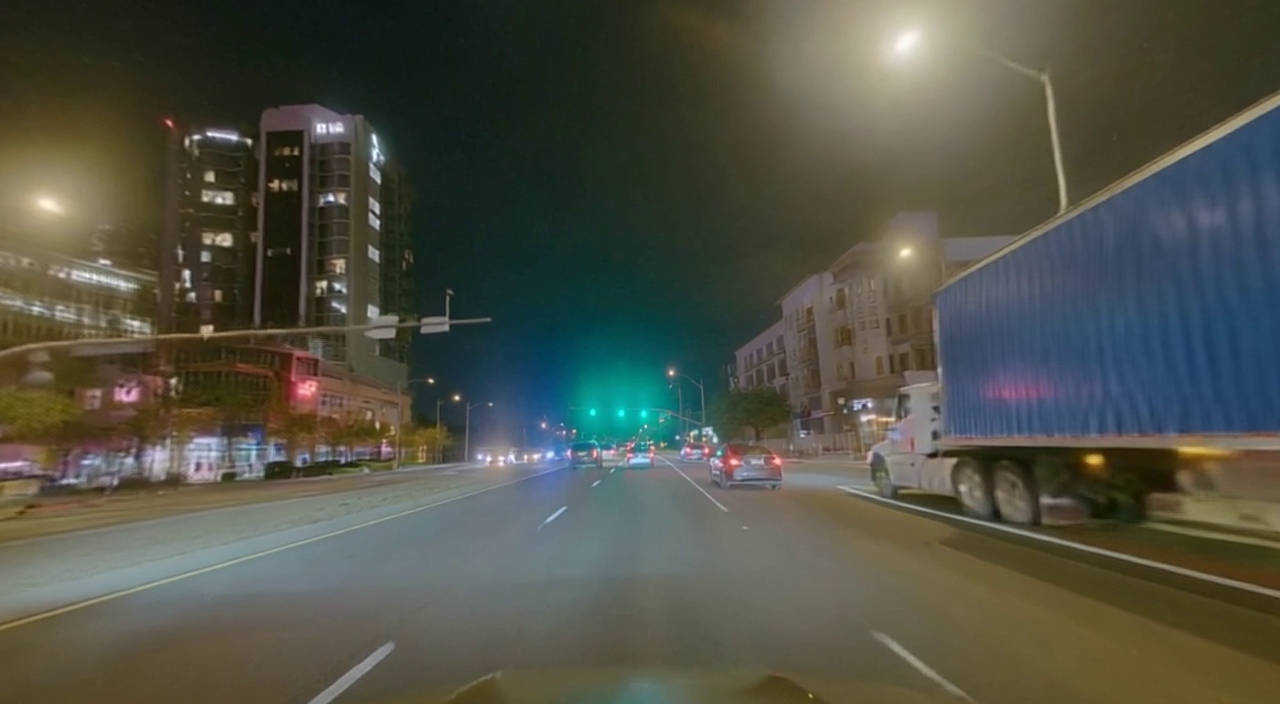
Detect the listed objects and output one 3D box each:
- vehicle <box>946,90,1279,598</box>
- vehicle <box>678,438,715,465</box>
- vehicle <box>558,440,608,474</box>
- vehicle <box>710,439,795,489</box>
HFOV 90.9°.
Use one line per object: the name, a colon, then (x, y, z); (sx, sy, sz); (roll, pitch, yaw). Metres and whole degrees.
vehicle: (7.096, -0.518, 2.336); (3.383, 4.268, 17.469); (0, -8, 1)
vehicle: (3.735, 6.628, 42.042); (2.050, 1.683, 3.990); (0, -8, 0)
vehicle: (-2.712, 5.104, 30.911); (2.003, 1.509, 4.396); (0, -8, 1)
vehicle: (3.573, 3.630, 20.747); (1.972, 1.452, 4.189); (0, -8, -1)
